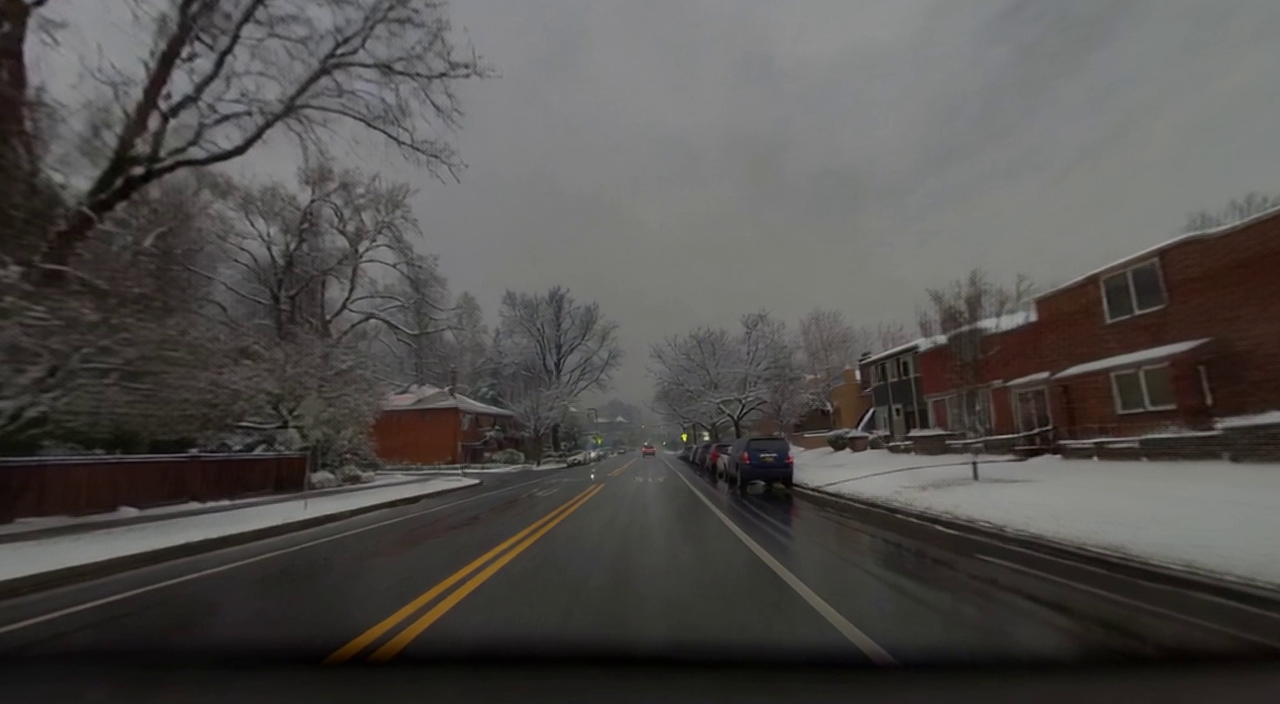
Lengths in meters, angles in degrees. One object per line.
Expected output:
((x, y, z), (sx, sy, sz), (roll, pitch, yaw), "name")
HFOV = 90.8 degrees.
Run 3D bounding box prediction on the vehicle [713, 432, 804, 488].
((4.023, 3.760, 22.292), (1.937, 1.752, 4.574), (1, -9, -5), "vehicle")
